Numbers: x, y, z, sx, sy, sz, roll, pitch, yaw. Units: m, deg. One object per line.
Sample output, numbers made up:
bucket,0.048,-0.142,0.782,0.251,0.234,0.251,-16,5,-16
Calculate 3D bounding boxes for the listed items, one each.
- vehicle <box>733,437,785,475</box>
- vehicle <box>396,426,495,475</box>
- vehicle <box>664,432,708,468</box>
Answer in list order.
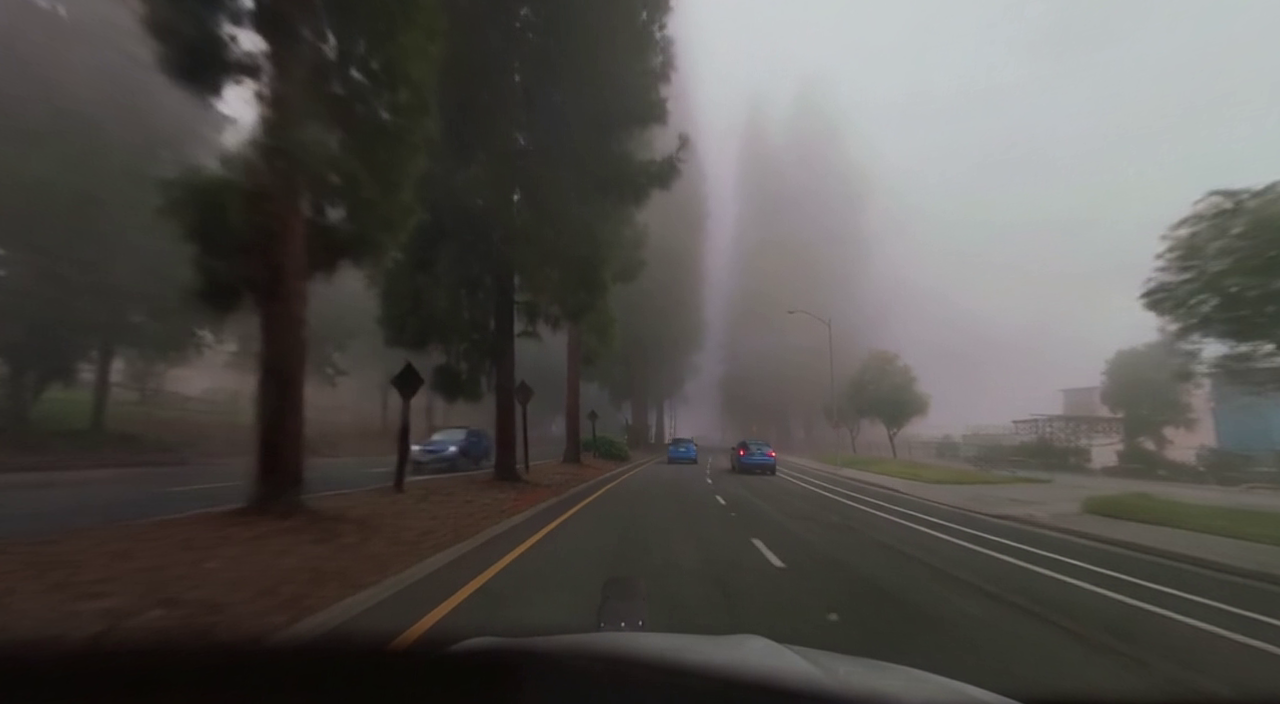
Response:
vehicle,5.655,4.987,30.361,1.971,1.663,4.287,0,-8,4
vehicle,-7.308,3.764,24.142,1.981,1.652,4.609,-1,-8,5
vehicle,2.555,5.337,34.457,2.251,1.822,4.391,-1,-8,6
